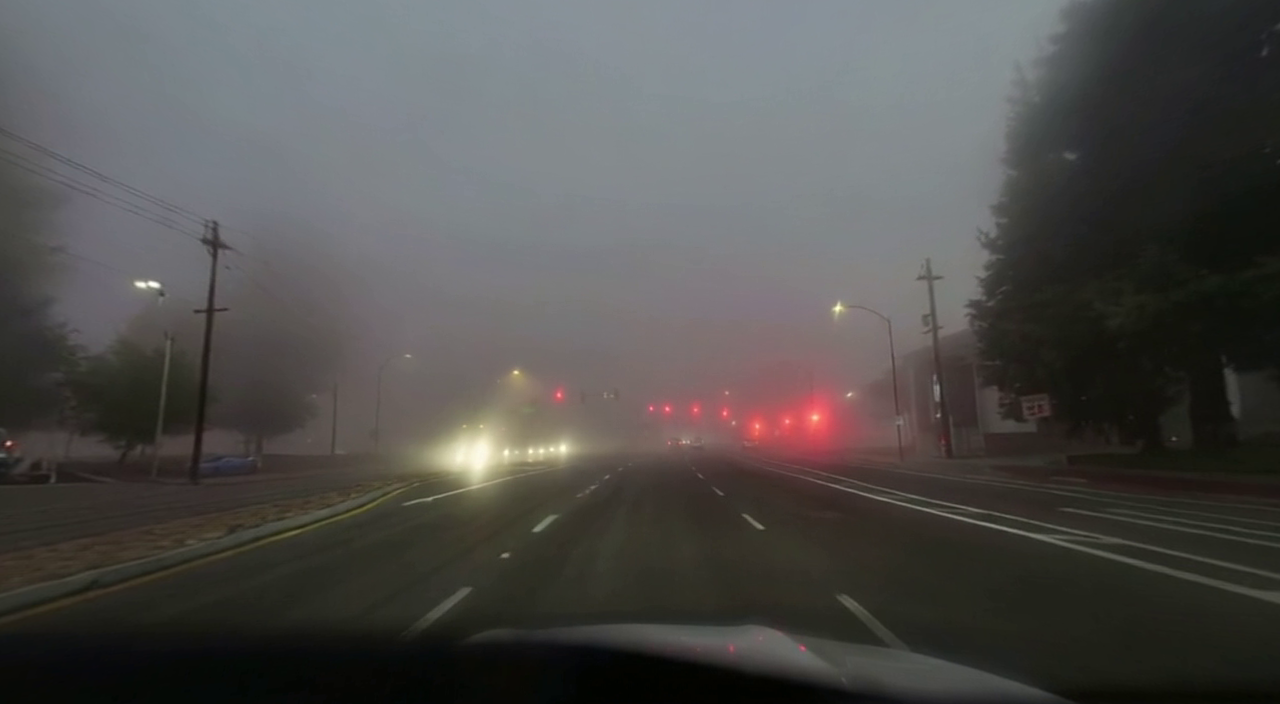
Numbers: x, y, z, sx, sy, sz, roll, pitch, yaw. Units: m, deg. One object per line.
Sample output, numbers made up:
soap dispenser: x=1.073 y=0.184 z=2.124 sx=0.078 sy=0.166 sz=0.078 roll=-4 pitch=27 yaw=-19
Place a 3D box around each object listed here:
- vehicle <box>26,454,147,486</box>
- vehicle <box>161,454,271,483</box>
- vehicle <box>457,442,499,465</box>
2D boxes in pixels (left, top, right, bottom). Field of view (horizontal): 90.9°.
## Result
vehicle: x=-30.133 y=6.426 z=34.431 sx=4.585 sy=1.636 sz=2.000 roll=0 pitch=-9 yaw=-3
vehicle: x=-23.231 y=6.398 z=34.642 sx=4.606 sy=1.458 sz=1.837 roll=0 pitch=-8 yaw=-5
vehicle: x=-12.621 y=7.892 z=49.359 sx=1.940 sy=1.690 sz=4.447 roll=-1 pitch=-8 yaw=3
